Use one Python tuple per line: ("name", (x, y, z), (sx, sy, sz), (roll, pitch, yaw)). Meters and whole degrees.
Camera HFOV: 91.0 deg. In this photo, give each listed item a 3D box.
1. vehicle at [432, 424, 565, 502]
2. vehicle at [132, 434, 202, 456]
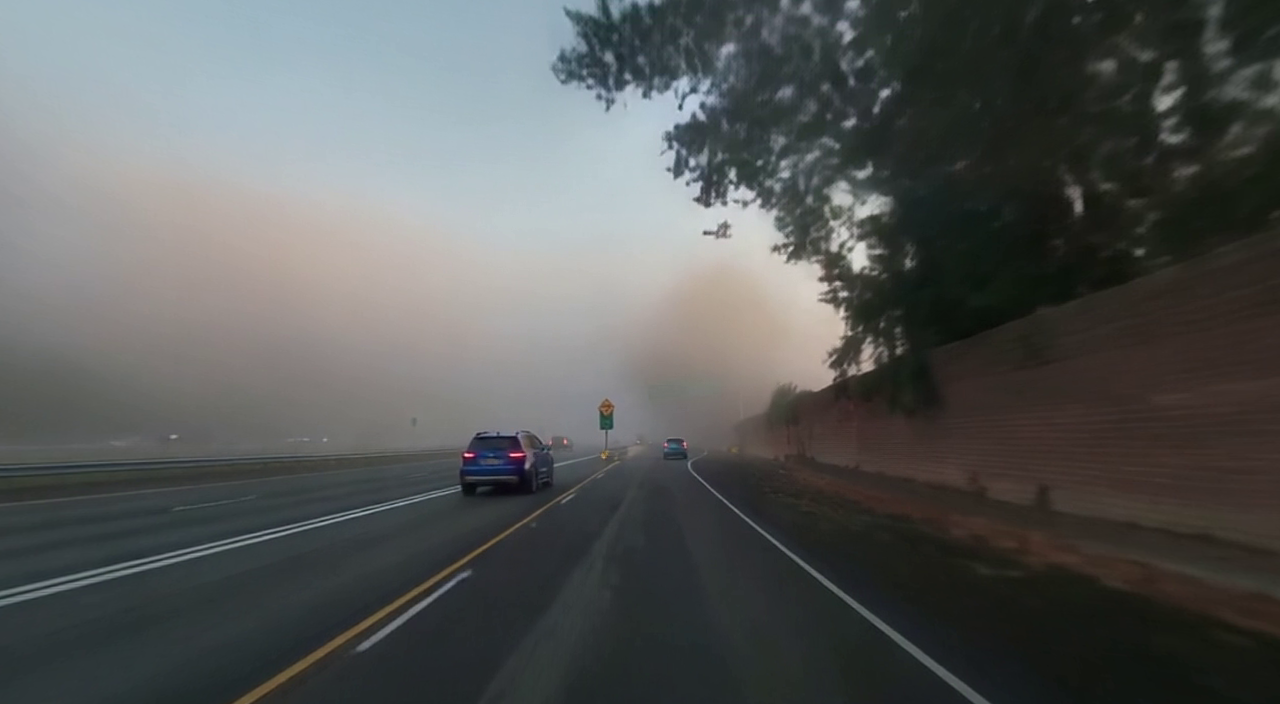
("vehicle", (-3.400, 2.794, 16.257), (2.151, 1.707, 4.759), (0, -9, 2))
("vehicle", (-35.997, 7.118, 48.064), (1.806, 1.532, 4.195), (2, -9, 4))
